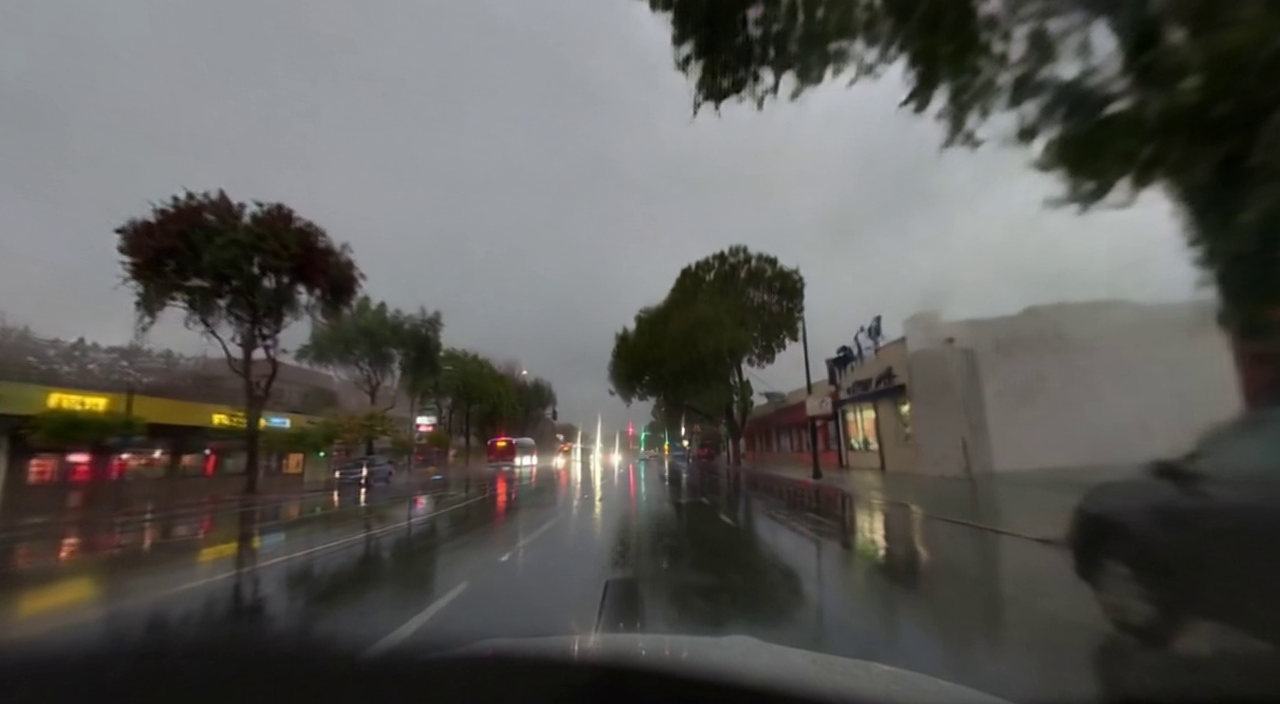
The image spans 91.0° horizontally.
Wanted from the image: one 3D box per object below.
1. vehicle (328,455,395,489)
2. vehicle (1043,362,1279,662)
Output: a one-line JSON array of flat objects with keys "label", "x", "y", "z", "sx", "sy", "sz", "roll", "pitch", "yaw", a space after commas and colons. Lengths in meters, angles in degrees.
[{"label": "vehicle", "x": -17.020, "y": 7.316, "z": 38.736, "sx": 1.896, "sy": 1.844, "sz": 4.620, "roll": 0, "pitch": -8, "yaw": 1}, {"label": "vehicle", "x": 5.055, "y": 0.929, "z": 3.486, "sx": 2.241, "sy": 1.832, "sz": 5.234, "roll": 0, "pitch": -8, "yaw": 1}]
